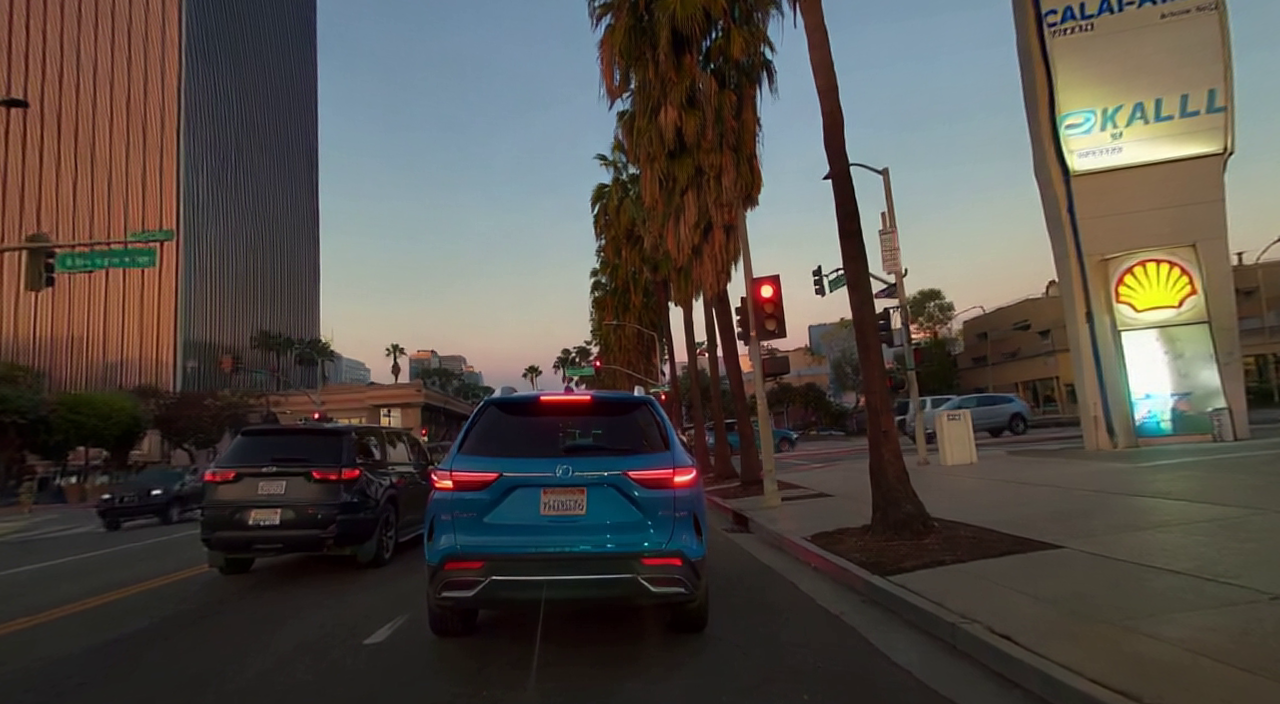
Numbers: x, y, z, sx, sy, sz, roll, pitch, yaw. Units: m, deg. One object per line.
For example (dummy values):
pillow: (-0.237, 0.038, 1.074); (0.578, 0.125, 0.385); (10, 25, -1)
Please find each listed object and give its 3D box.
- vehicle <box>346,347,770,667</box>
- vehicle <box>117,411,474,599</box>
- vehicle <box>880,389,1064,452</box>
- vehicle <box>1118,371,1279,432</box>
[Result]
vehicle: (-0.552, 1.266, 6.288); (2.519, 1.913, 4.819); (0, -8, -2)
vehicle: (-3.808, 1.762, 8.356); (2.097, 1.692, 5.030); (0, -8, -3)
vehicle: (11.621, 2.458, 22.400); (5.307, 2.076, 2.122); (0, -8, -4)
vehicle: (20.634, 1.821, 22.714); (5.033, 1.999, 2.259); (0, -8, -3)
